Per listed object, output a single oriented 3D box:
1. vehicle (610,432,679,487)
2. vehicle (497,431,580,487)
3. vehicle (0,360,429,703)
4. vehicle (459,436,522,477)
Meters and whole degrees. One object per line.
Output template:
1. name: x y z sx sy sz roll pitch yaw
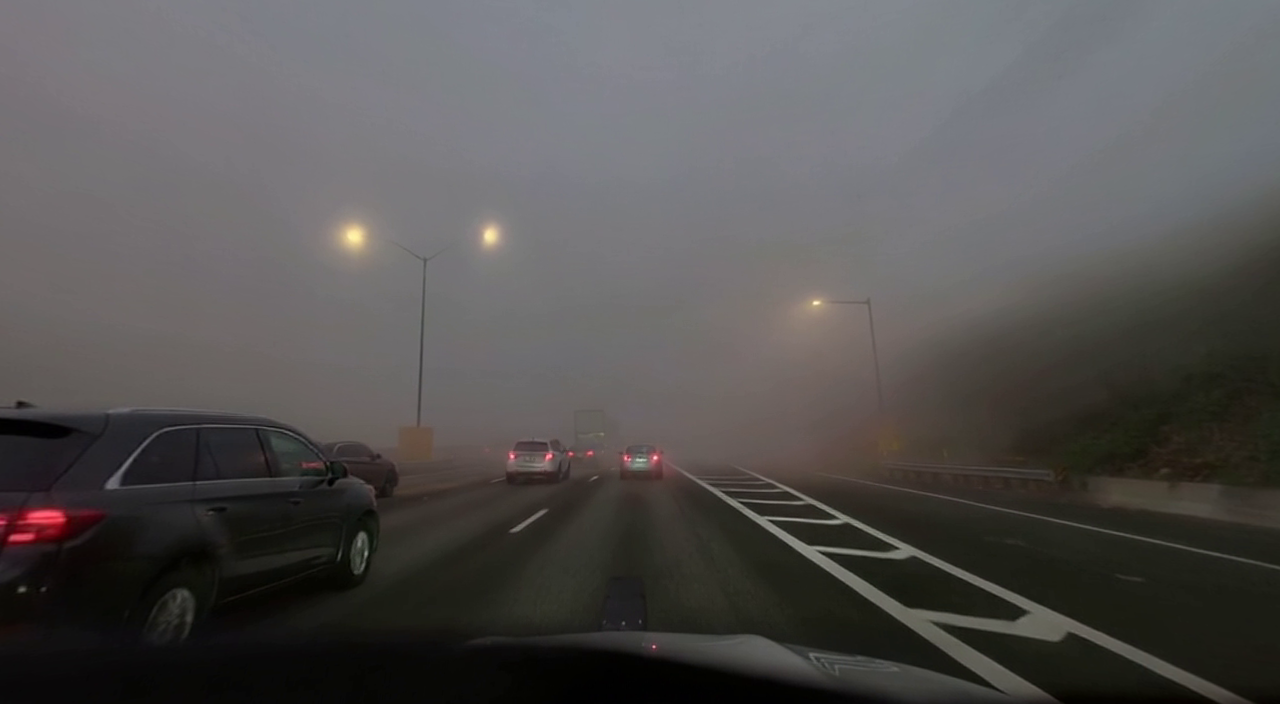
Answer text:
1. vehicle: 0.153 3.699 22.009 2.180 1.716 3.920 0 -8 0
2. vehicle: -3.505 3.784 22.684 2.125 1.792 4.466 0 -8 2
3. vehicle: -3.485 1.198 4.794 2.209 1.711 4.296 0 -8 1
4. vehicle: -7.069 4.980 30.264 1.998 1.770 4.222 0 -8 0
